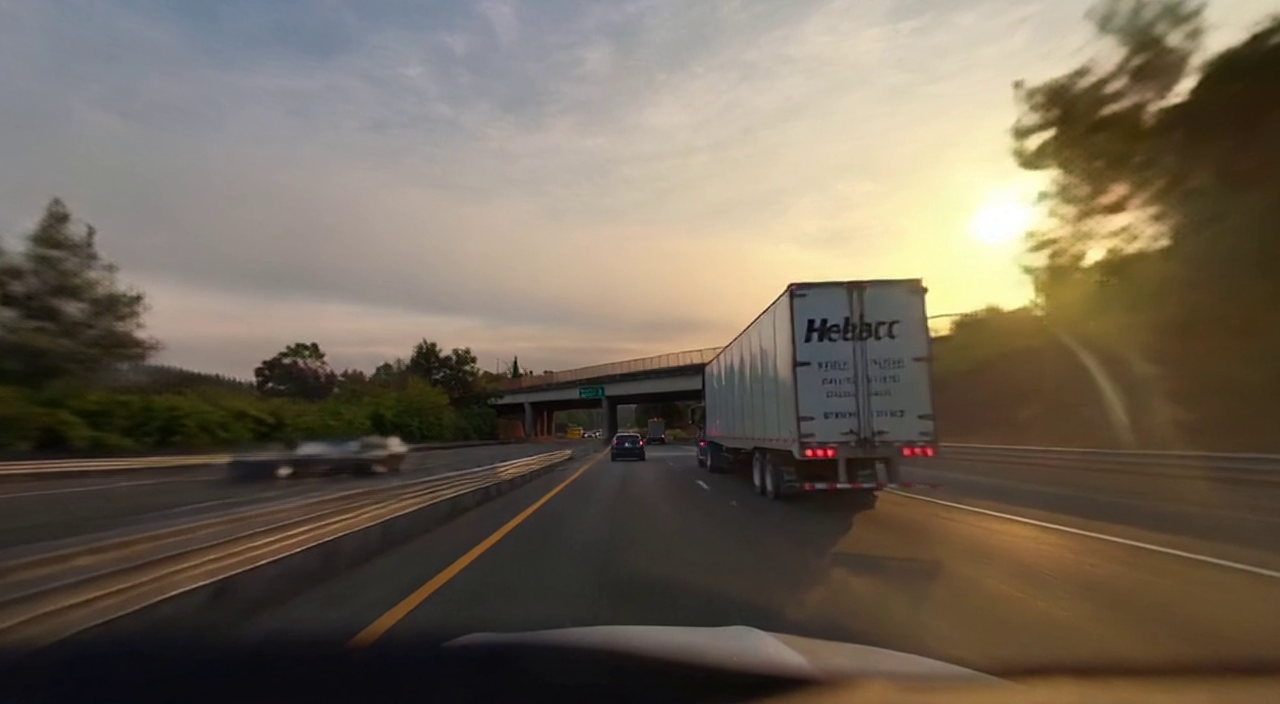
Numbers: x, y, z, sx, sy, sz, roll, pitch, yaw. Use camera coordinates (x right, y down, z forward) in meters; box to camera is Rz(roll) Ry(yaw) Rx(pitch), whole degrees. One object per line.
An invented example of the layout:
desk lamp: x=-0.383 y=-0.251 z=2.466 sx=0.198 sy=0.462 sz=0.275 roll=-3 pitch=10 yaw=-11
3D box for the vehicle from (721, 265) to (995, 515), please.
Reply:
vehicle: x=4.099 y=1.204 z=15.061 sx=2.853 sy=4.038 sz=9.831 roll=0 pitch=-8 yaw=-1

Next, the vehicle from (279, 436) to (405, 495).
vehicle: x=-9.377 y=3.538 z=20.276 sx=1.997 sy=1.660 sz=4.315 roll=0 pitch=-8 yaw=-1

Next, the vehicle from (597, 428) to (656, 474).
vehicle: x=-0.511 y=3.747 z=24.150 sx=2.095 sy=1.557 sz=3.963 roll=0 pitch=-8 yaw=-1

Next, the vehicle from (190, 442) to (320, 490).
vehicle: x=-13.531 y=3.987 z=22.524 sx=1.830 sy=1.478 sz=4.507 roll=0 pitch=-8 yaw=-1
